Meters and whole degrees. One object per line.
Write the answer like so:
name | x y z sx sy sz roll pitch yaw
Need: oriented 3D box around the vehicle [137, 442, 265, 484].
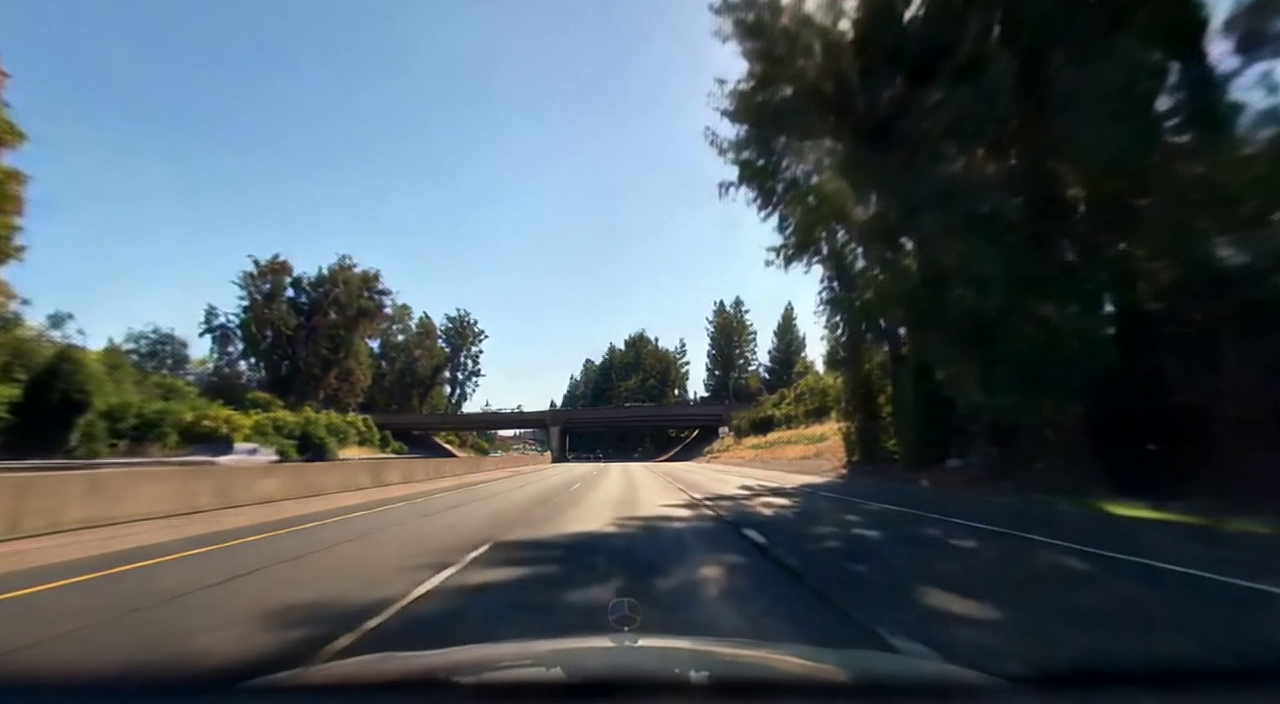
vehicle | -17.597 4.470 25.595 1.954 1.534 4.568 0 -9 -1
